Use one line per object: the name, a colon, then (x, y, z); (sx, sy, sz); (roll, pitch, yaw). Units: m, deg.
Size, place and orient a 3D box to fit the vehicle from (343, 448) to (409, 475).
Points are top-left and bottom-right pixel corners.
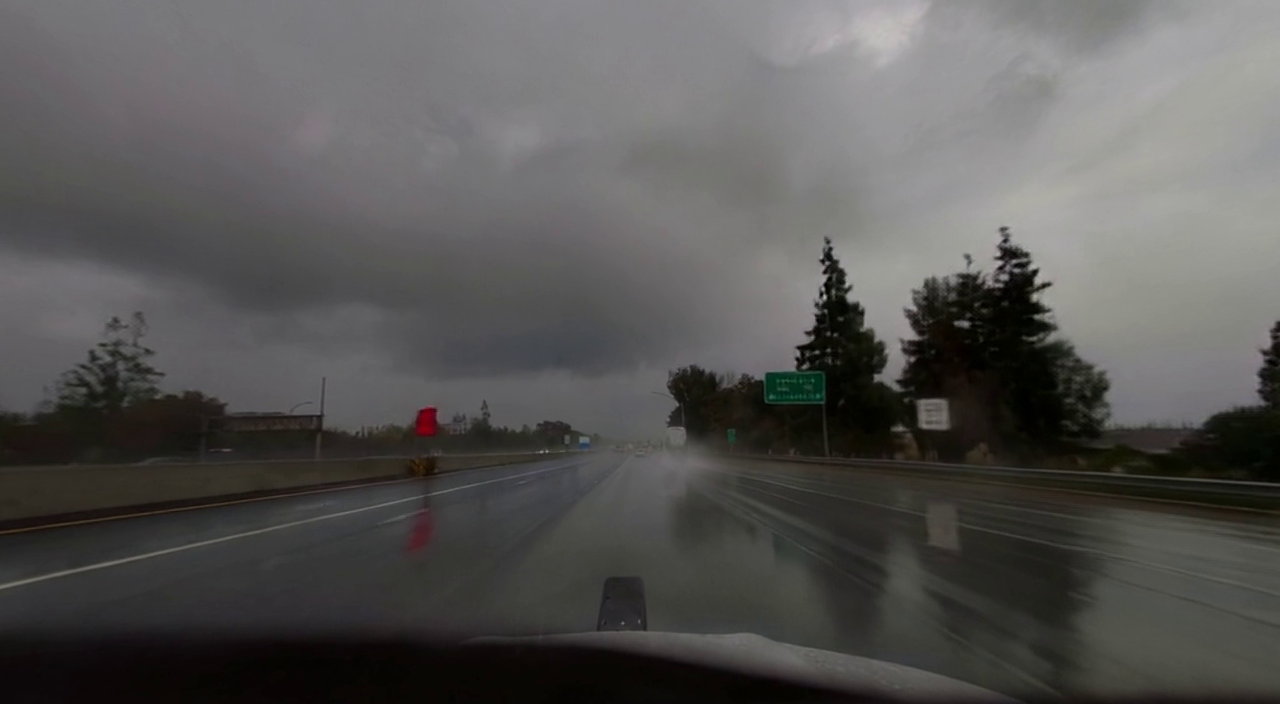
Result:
vehicle: (-15.653, 6.513, 37.657); (1.903, 1.486, 4.666); (0, -9, 1)
